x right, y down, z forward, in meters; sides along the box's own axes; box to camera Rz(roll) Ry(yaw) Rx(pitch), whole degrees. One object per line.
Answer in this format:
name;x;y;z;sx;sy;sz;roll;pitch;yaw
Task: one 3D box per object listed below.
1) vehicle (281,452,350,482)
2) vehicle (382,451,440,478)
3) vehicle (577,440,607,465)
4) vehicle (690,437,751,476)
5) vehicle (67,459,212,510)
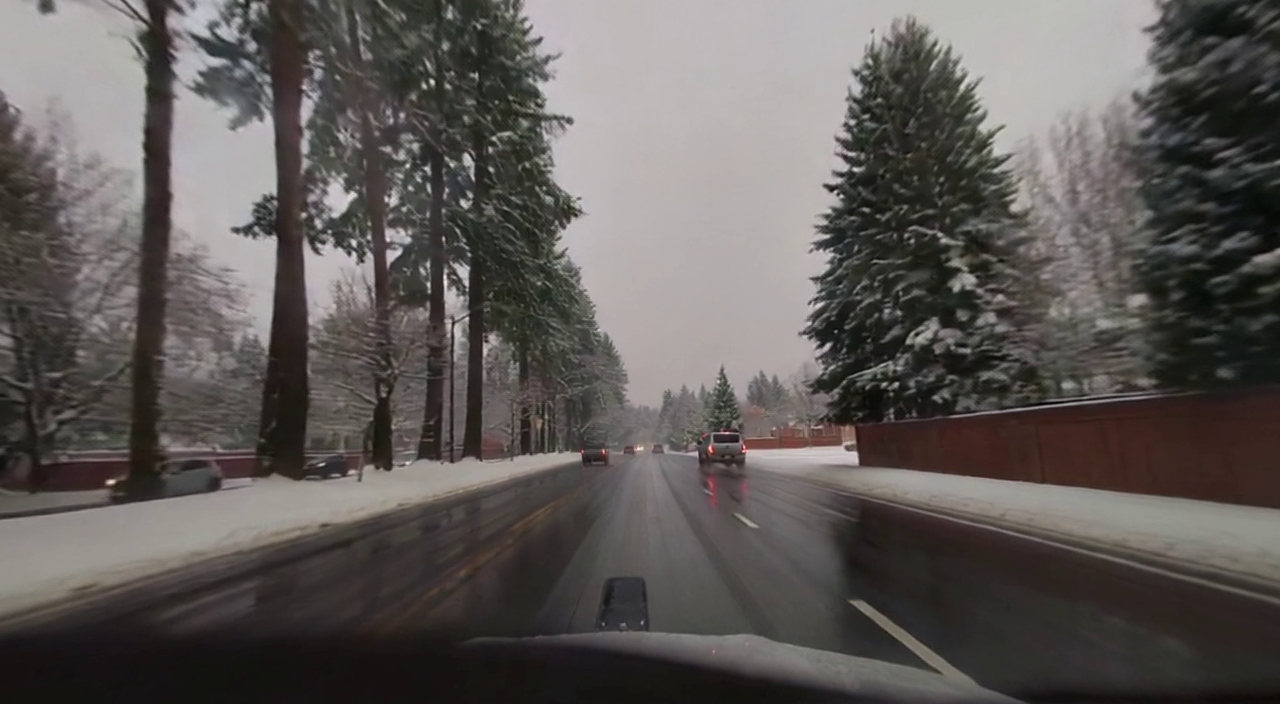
vehicle;-21.454;7.572;41.873;1.990;1.787;4.709;0;-9;1
vehicle;-14.005;6.865;38.806;1.892;1.480;4.467;-1;-8;0
vehicle;-3.575;7.590;47.686;2.002;1.747;4.728;0;-8;-1
vehicle;3.832;5.085;30.973;2.321;1.695;5.037;-1;-8;0
vehicle;-17.110;4.507;21.824;1.855;1.494;3.825;-1;-8;0
